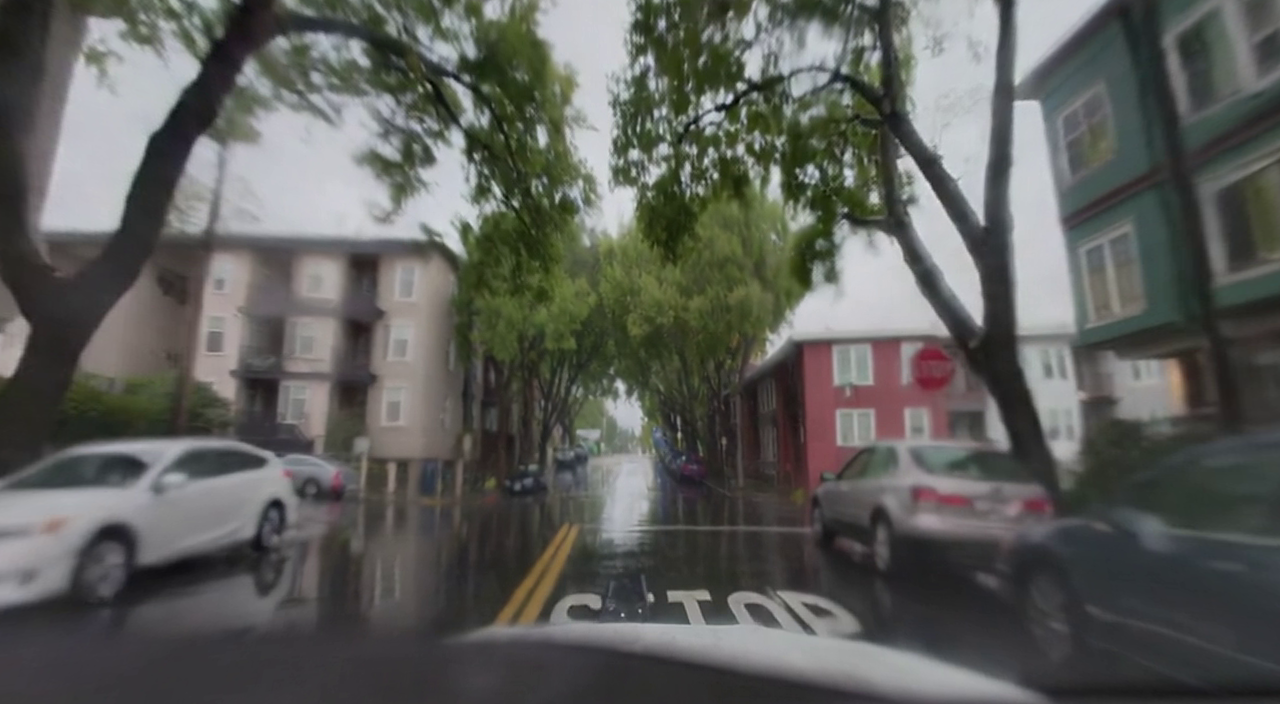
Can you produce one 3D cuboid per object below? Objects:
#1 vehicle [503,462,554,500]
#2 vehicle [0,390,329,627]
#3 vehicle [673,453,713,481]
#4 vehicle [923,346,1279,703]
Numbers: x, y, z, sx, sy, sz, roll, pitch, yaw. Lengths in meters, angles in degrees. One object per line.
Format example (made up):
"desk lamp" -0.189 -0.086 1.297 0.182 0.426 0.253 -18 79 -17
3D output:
"vehicle" -5.887 6.848 33.790 1.987 1.662 4.141 -2 -8 -1
"vehicle" -6.095 1.712 7.730 2.076 1.913 5.060 -2 -9 -1
"vehicle" 3.400 7.482 41.418 2.051 1.526 4.673 0 -7 -2
"vehicle" 3.343 0.861 2.430 2.154 1.699 4.591 0 -8 -3
